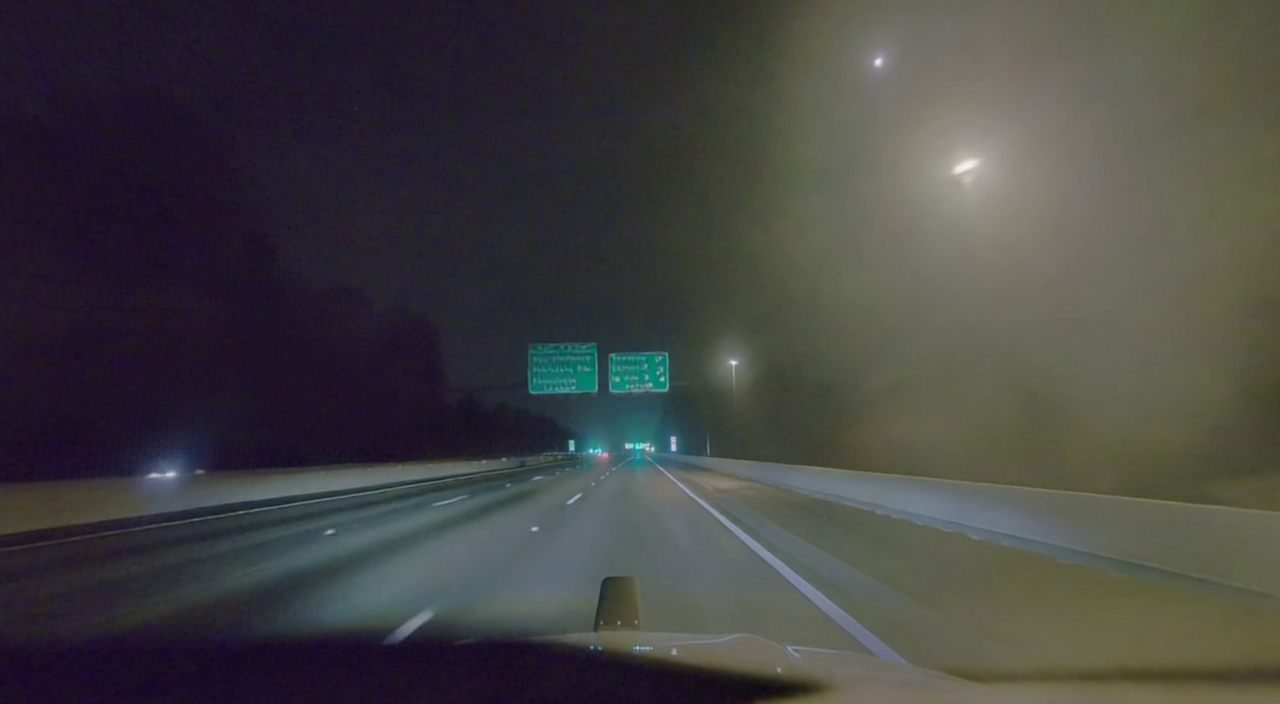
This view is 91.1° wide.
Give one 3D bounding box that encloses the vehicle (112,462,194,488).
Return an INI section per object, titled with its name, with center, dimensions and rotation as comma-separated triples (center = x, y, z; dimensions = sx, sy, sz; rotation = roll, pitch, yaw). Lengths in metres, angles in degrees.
[vehicle]
center = -31.407, 7.947, 40.737
dimensions = 1.757, 1.442, 4.577
rotation = 0, -9, -2
